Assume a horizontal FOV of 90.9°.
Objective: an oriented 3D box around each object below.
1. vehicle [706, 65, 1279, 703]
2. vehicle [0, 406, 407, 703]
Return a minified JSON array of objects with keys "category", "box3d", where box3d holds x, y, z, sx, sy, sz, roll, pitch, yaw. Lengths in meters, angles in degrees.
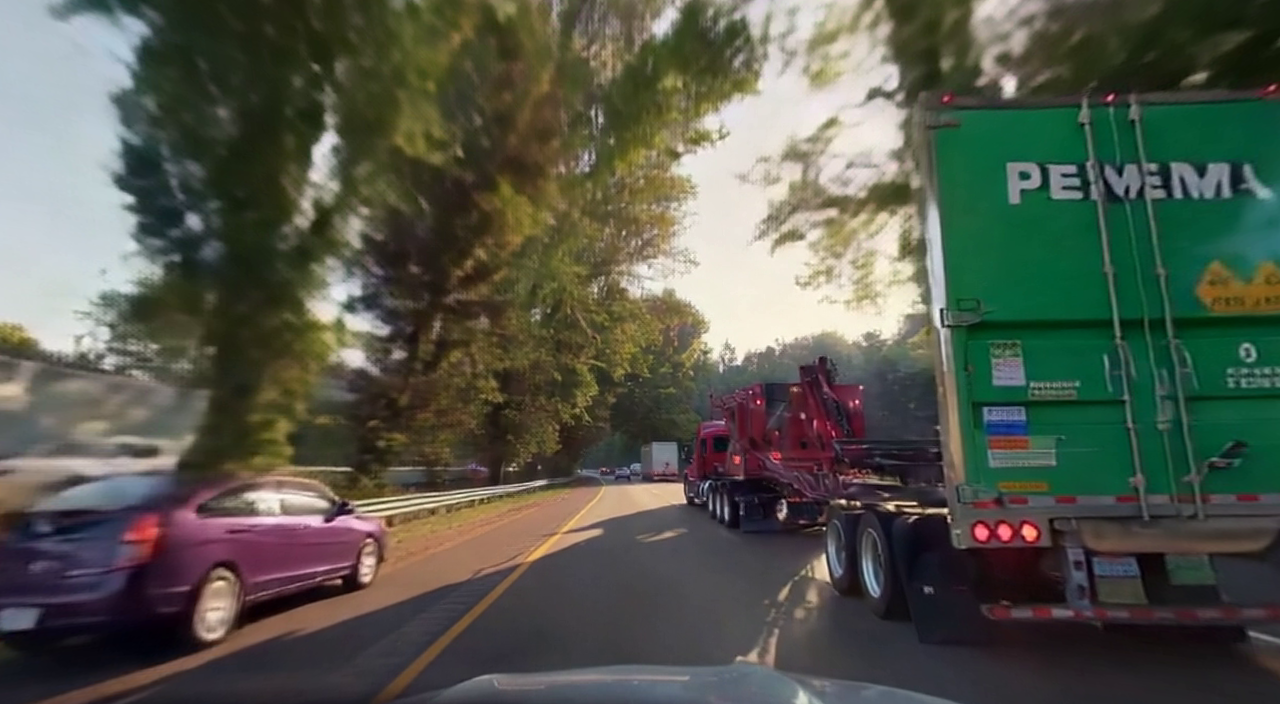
[{"category":"vehicle","box3d":[3.411,1.312,10.865,2.856,4.040,14.009,1,-11,-1]},{"category":"vehicle","box3d":[-4.025,1.501,5.548,2.010,1.580,4.949,1,-11,0]}]
